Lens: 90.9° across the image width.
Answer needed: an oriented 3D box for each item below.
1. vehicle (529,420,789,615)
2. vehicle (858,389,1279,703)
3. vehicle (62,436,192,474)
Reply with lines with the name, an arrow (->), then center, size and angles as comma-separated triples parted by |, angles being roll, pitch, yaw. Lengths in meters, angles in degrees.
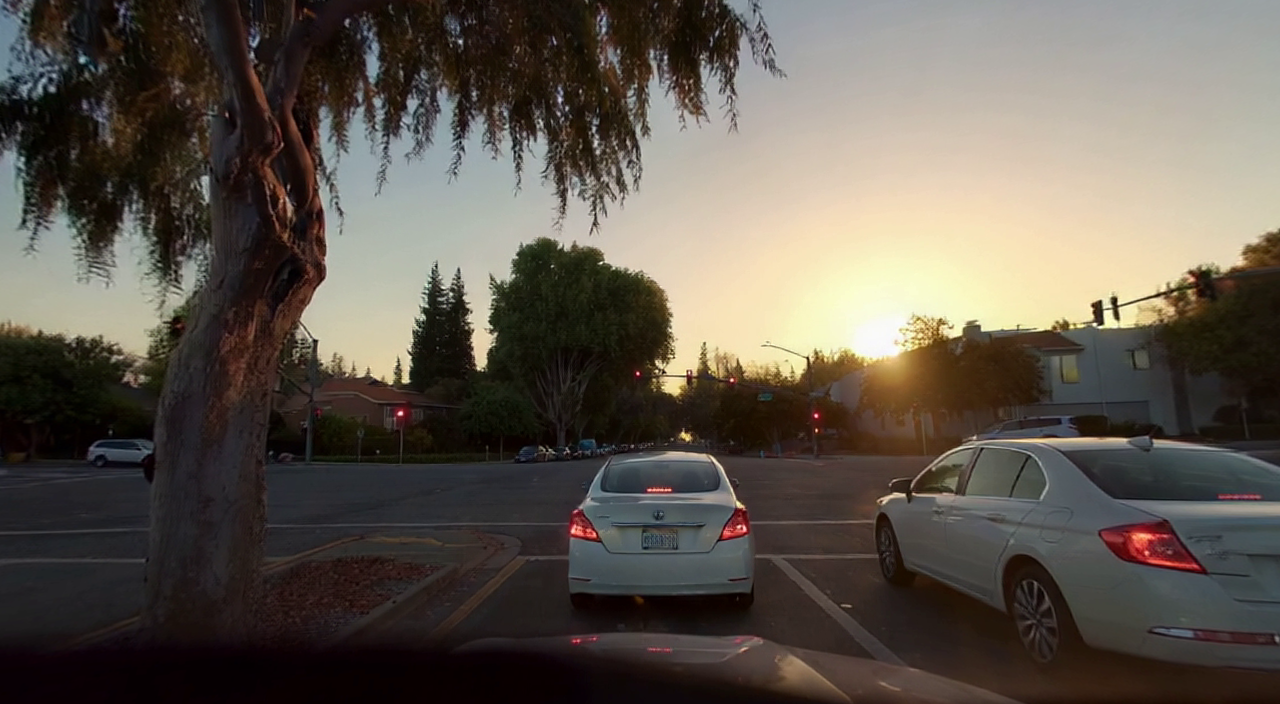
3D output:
vehicle -> 0.106, 1.563, 6.872 | 2.017, 1.485, 3.813 | 0, -8, -1
vehicle -> 3.174, 1.126, 3.897 | 1.931, 1.493, 4.555 | 0, -8, -1
vehicle -> -24.299, 4.877, 29.989 | 4.450, 1.684, 1.894 | 0, -8, 0
